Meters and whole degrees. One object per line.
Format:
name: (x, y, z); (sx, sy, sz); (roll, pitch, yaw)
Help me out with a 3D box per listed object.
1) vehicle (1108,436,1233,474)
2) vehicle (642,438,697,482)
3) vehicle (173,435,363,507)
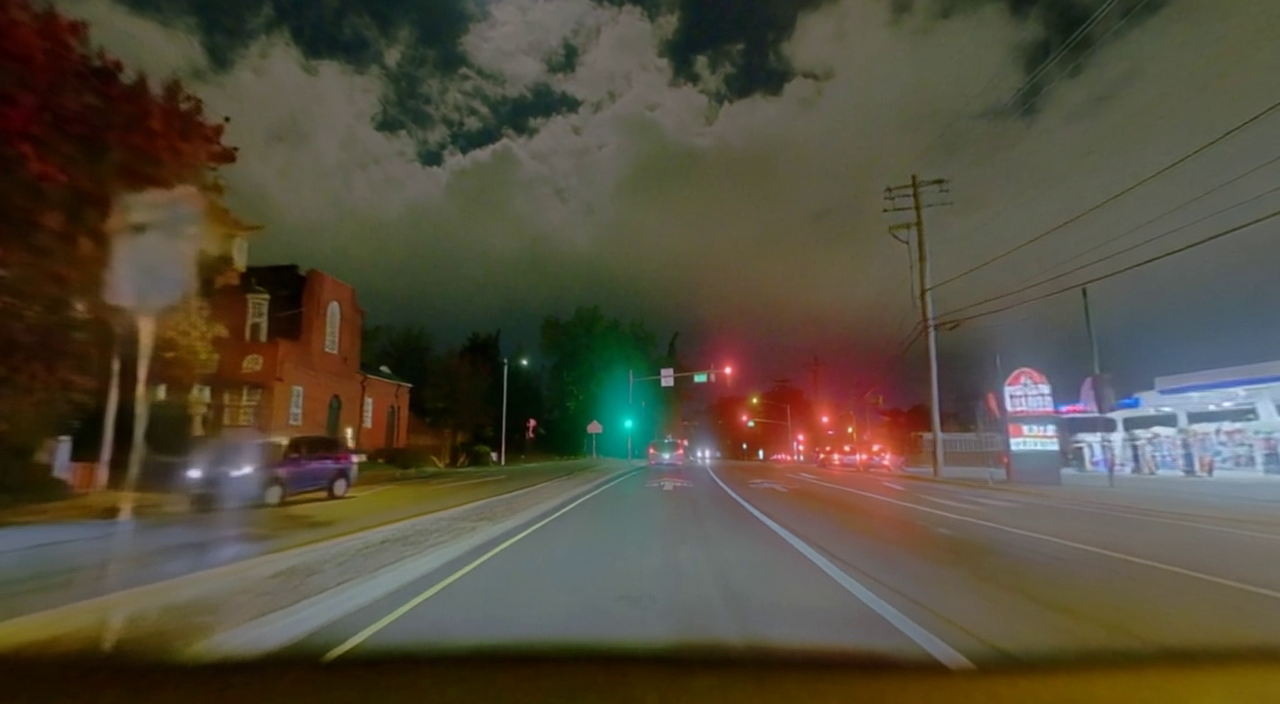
vehicle: (25.639, 4.973, 30.588); (4.510, 1.733, 2.066); (1, -9, -10)
vehicle: (1.250, 4.373, 25.725); (2.032, 1.621, 4.082); (-1, -9, 4)
vehicle: (-10.823, 3.481, 18.987); (2.159, 1.850, 4.944); (-2, -9, 9)
